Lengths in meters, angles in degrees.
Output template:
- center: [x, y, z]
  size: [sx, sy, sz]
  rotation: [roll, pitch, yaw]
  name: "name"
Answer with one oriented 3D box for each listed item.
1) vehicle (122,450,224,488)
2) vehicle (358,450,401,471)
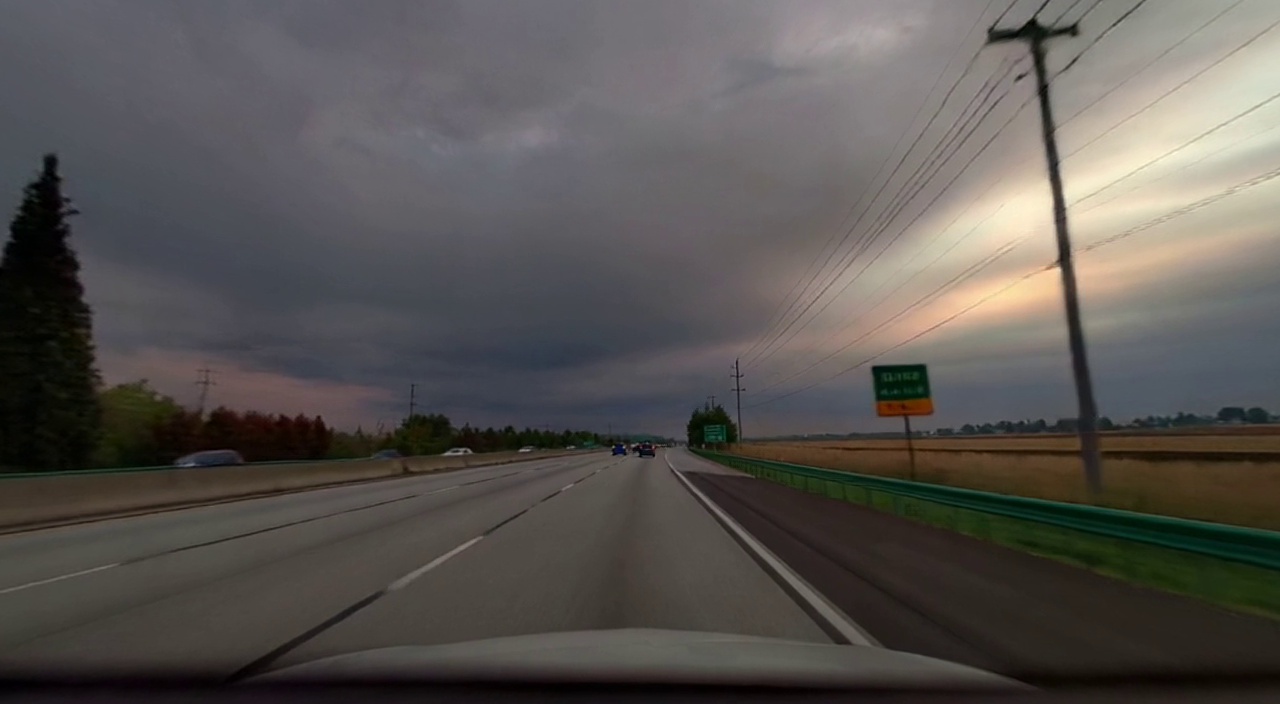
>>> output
- center: [-20.208, 5.055, 27.432]
  size: [1.775, 1.469, 3.436]
  rotation: [0, -8, 0]
  name: "vehicle"
- center: [-19.325, 8.059, 46.853]
  size: [1.701, 1.400, 3.522]
  rotation: [0, -8, 0]
  name: "vehicle"
